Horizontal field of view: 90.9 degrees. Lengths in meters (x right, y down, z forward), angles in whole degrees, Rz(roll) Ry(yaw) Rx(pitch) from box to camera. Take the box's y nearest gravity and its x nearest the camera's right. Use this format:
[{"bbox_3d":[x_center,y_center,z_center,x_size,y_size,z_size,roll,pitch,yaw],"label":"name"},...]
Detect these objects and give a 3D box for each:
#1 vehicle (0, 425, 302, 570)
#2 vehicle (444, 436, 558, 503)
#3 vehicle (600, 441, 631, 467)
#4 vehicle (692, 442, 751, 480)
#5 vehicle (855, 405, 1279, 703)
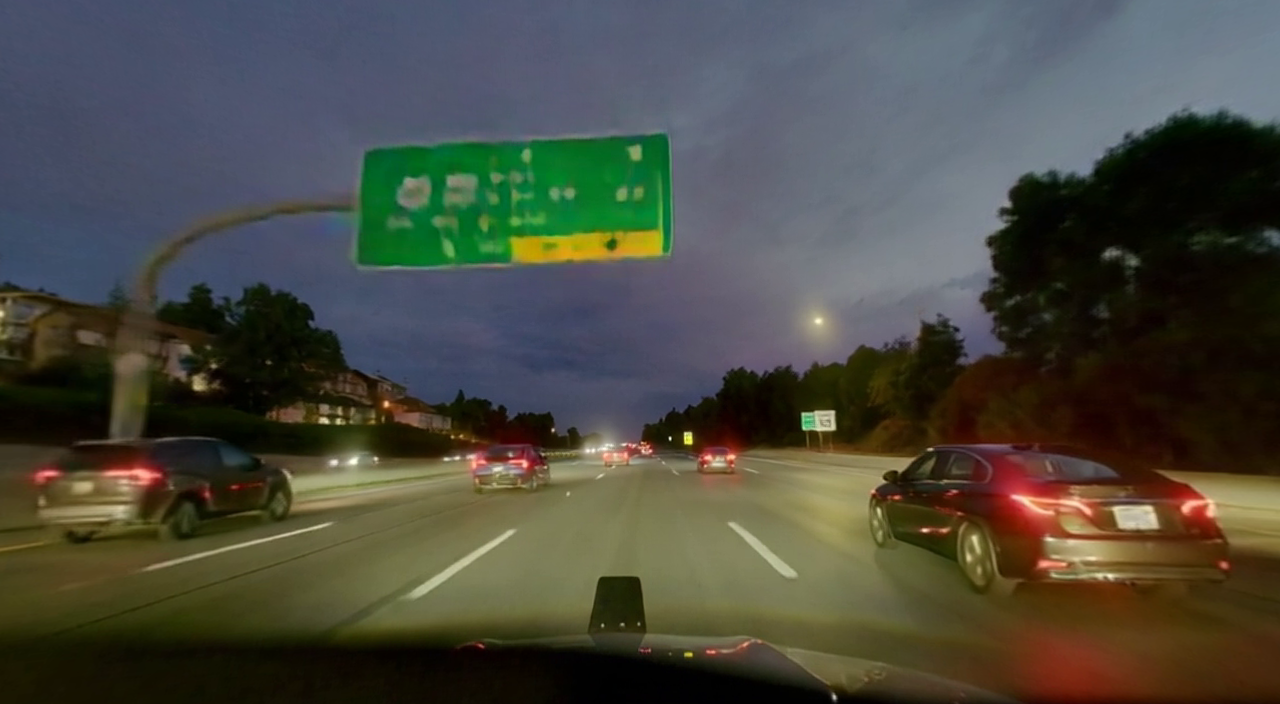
[{"bbox_3d":[-7.394,2.020,9.595,2.057,1.681,4.277,0,-8,1],"label":"vehicle"},{"bbox_3d":[-3.622,3.150,17.378,2.136,1.571,4.285,0,-8,0],"label":"vehicle"},{"bbox_3d":[-1.745,7.365,45.869,2.183,1.764,4.134,0,-8,-1],"label":"vehicle"},{"bbox_3d":[3.265,4.417,25.901,1.854,1.438,3.954,0,-8,0],"label":"vehicle"},{"bbox_3d":[3.560,1.344,5.415,1.912,1.509,4.291,0,-8,0],"label":"vehicle"}]
